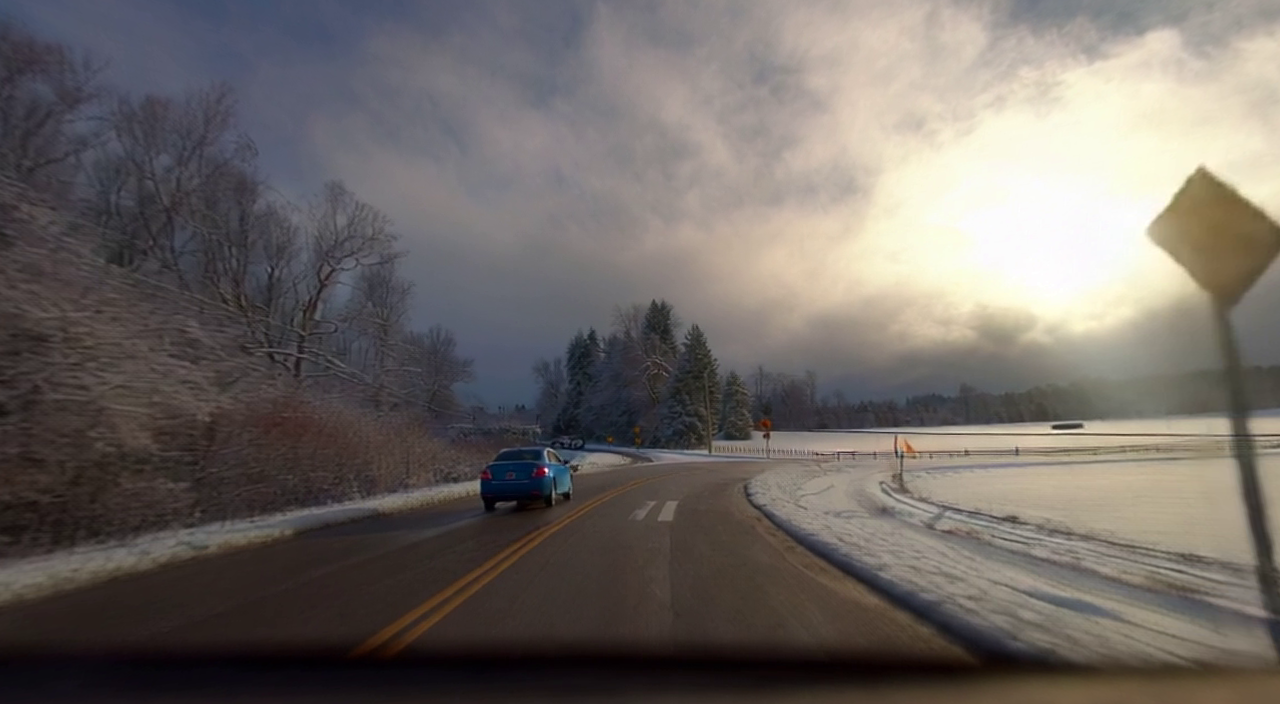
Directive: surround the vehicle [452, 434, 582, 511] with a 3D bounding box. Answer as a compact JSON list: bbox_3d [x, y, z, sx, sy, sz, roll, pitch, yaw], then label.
[{"bbox_3d":[-2.784,2.866,15.307,2.078,1.607,3.959,-1,-9,4],"label":"vehicle"}]
